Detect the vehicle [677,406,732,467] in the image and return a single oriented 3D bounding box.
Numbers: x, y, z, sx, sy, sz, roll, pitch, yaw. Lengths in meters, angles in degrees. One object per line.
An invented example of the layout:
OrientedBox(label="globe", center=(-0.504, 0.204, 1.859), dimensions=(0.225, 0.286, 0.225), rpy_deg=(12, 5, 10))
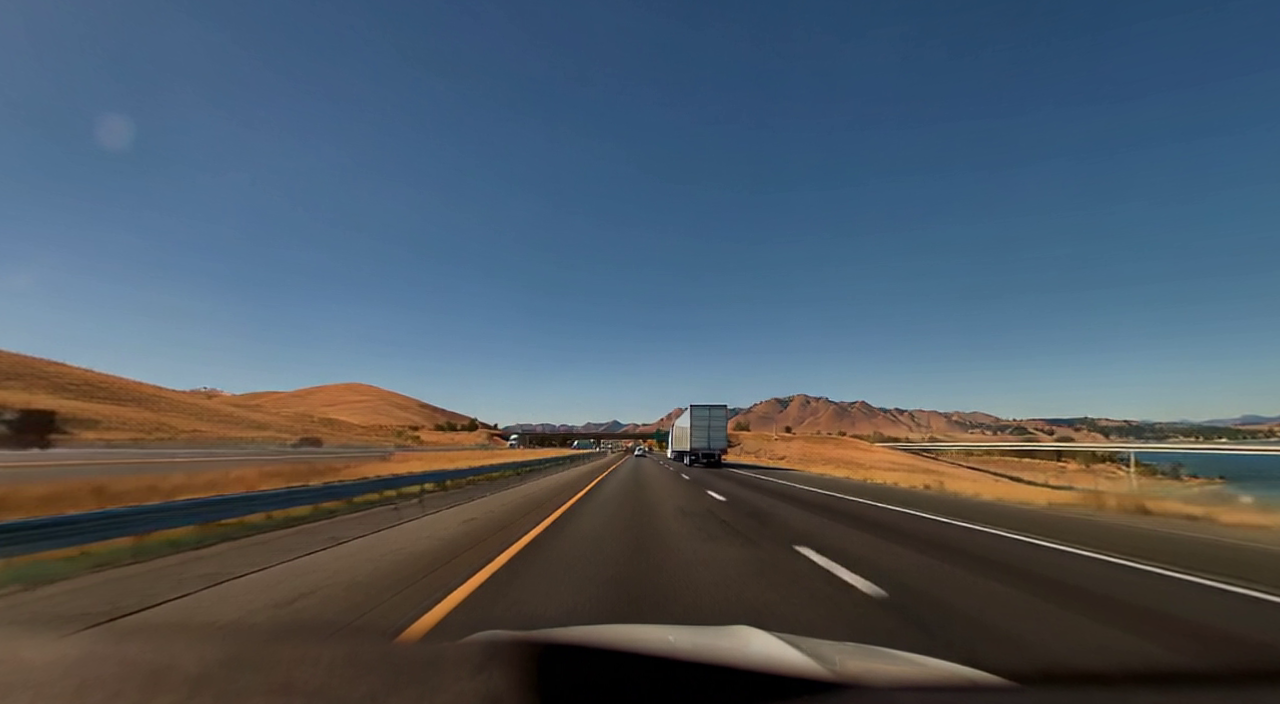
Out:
OrientedBox(label="vehicle", center=(4.705, 6.699, 48.935), dimensions=(3.035, 4.005, 13.454), rpy_deg=(0, -9, 1))
